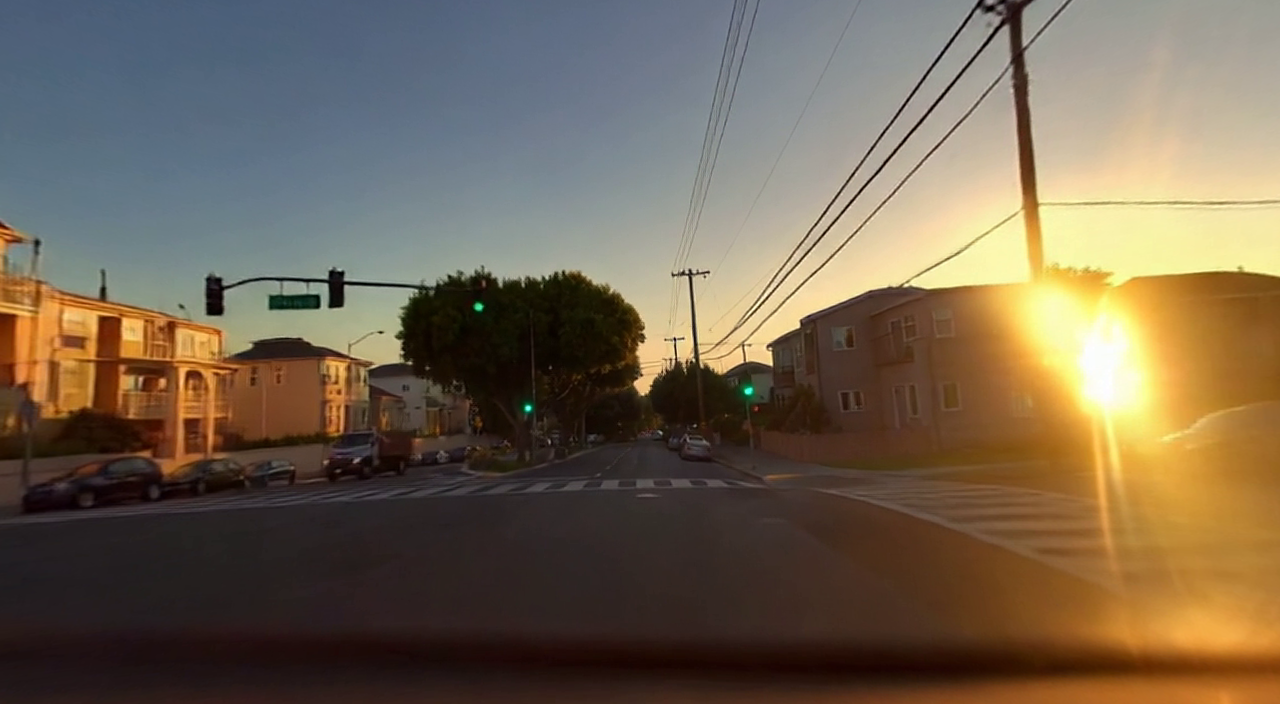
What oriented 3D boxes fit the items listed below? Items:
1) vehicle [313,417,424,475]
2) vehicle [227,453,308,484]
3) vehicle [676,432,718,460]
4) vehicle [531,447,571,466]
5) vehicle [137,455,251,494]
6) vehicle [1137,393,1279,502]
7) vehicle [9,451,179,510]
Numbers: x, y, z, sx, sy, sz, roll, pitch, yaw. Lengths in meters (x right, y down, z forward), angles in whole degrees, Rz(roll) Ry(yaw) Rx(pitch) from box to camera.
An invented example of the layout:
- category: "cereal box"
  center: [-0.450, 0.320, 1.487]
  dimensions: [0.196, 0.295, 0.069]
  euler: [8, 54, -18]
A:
- category: "vehicle"
  center: [-16.057, 5.701, 38.132]
  dimensions: [2.979, 3.071, 7.978]
  euler: [-1, -9, 1]
- category: "vehicle"
  center: [-19.127, 5.985, 32.548]
  dimensions: [1.672, 1.428, 4.062]
  euler: [0, -9, 0]
- category: "vehicle"
  center: [3.142, 5.330, 35.714]
  dimensions: [1.986, 1.491, 4.500]
  euler: [0, -9, 0]
- category: "vehicle"
  center: [-5.901, 6.915, 41.968]
  dimensions: [1.925, 1.016, 2.951]
  euler: [-3, -6, 6]
- category: "vehicle"
  center: [-19.261, 5.290, 27.526]
  dimensions: [1.751, 1.487, 4.514]
  euler: [0, -9, -1]
- category: "vehicle"
  center: [11.956, 1.520, 10.912]
  dimensions: [4.816, 1.501, 2.296]
  euler: [-2, -1, 1]
- category: "vehicle"
  center: [-19.320, 4.497, 22.653]
  dimensions: [2.071, 1.840, 4.528]
  euler: [0, -9, -1]
